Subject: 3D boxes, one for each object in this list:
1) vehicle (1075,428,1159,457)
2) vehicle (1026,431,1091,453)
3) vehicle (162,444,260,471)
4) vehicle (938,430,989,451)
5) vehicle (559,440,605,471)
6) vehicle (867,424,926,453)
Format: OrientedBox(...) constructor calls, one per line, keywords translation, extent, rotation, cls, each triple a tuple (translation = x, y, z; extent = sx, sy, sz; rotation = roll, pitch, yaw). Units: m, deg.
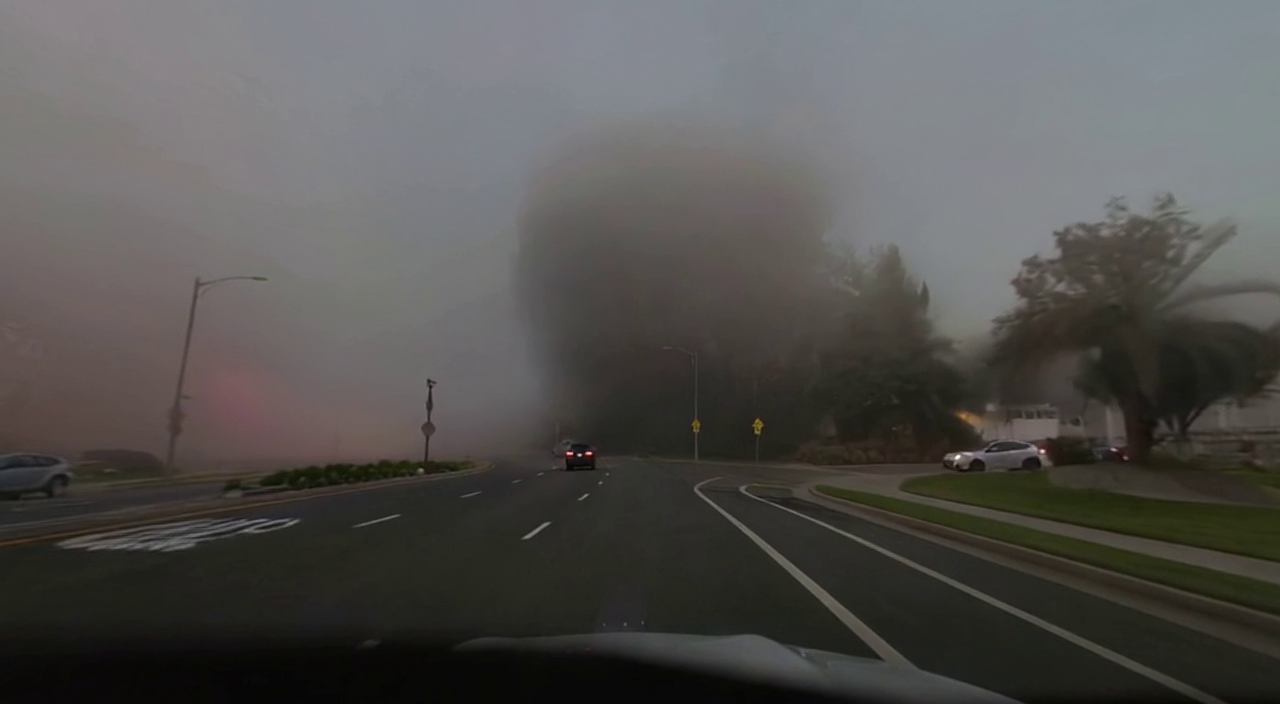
OrientedBox(translation=(32.795, 6.294, 43.564), extent=(2.069, 1.825, 5.056), rotation=(0, -9, 4), cls="vehicle")
OrientedBox(translation=(29.900, 6.482, 45.150), extent=(1.763, 1.487, 4.181), rotation=(0, -8, 0), cls="vehicle")
OrientedBox(translation=(-33.095, 8.147, 48.697), extent=(6.114, 1.988, 2.360), rotation=(-1, -8, 8), cls="vehicle")
OrientedBox(translation=(25.090, 6.896, 49.054), extent=(1.988, 1.531, 4.270), rotation=(-1, -8, 5), cls="vehicle")
OrientedBox(translation=(-2.985, 5.472, 33.538), extent=(2.075, 1.498, 4.730), rotation=(0, -8, -1), cls="vehicle")
OrientedBox(translation=(19.611, 6.703, 48.456), extent=(2.162, 2.064, 5.616), rotation=(0, -8, 0), cls="vehicle")
